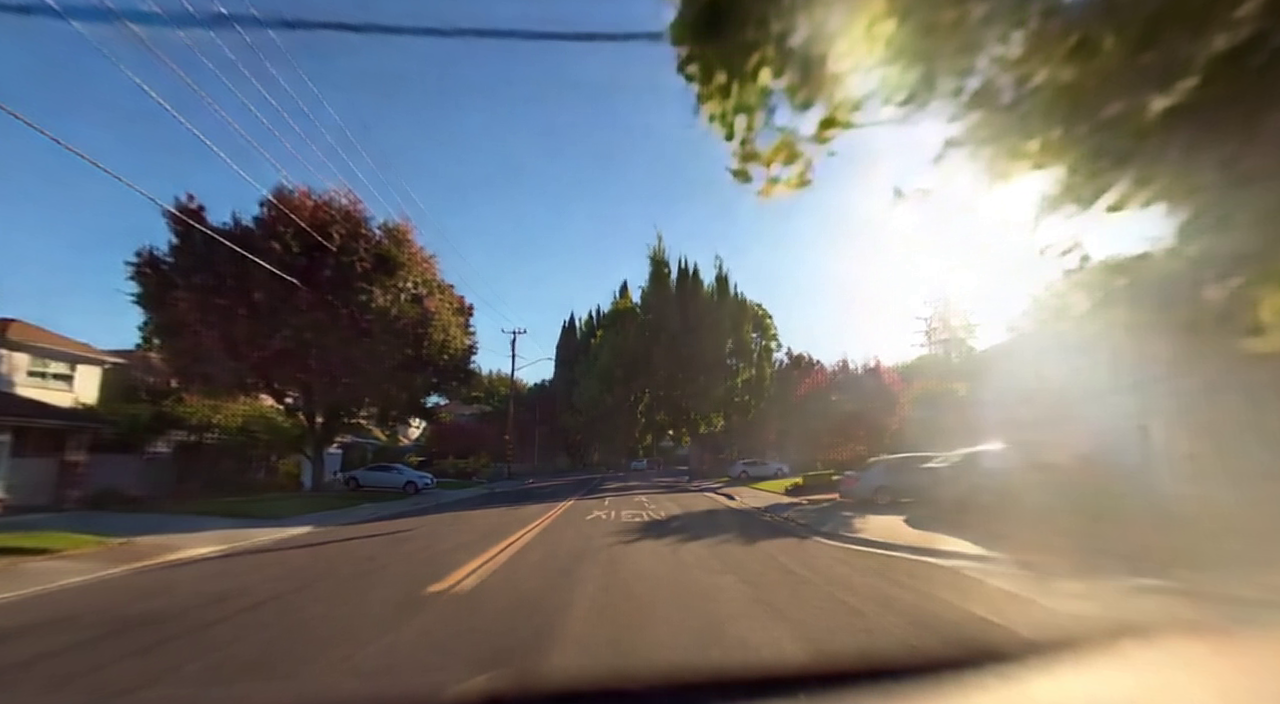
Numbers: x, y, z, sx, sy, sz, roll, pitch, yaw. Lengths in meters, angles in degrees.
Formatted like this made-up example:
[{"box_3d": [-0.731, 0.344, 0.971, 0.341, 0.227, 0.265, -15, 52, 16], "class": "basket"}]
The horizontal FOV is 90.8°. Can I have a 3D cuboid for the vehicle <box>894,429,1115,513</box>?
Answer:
[{"box_3d": [9.325, 3.067, 16.449, 4.557, 2.012, 1.917, 1, -9, -3], "class": "vehicle"}]

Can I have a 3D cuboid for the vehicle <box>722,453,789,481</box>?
[{"box_3d": [7.428, 7.414, 40.868, 3.846, 1.725, 1.920, 1, -9, -4], "class": "vehicle"}]

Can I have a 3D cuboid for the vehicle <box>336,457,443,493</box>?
[{"box_3d": [-11.963, 5.892, 30.398, 4.243, 1.598, 2.003, 0, -9, 3], "class": "vehicle"}]
